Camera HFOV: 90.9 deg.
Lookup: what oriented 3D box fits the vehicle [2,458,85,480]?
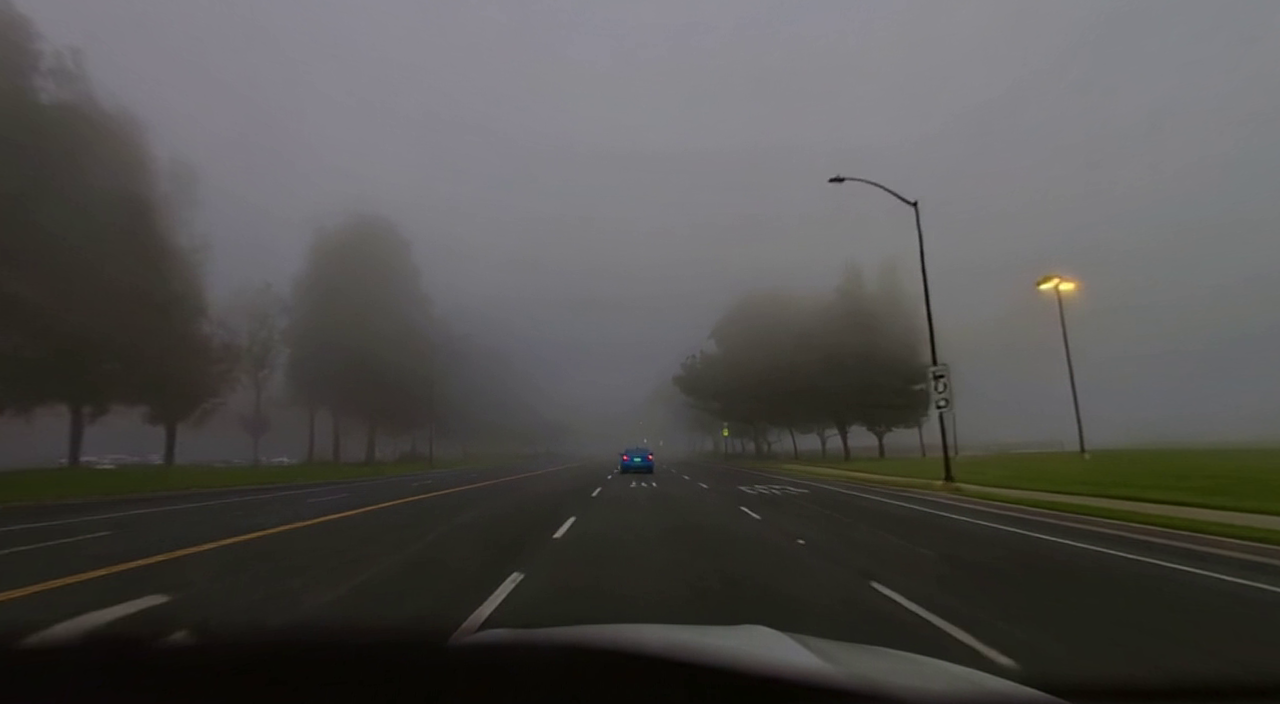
[{"bbox_3d":[-42.881,8.397,45.416,4.030,1.479,1.868,0,-8,-1],"label":"vehicle"}]

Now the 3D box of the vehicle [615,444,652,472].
[{"bbox_3d":[-0.391,6.058,36.436,1.978,1.499,3.915,0,-8,-1],"label":"vehicle"}]

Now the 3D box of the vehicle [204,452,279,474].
[{"bbox_3d":[-30.149,8.401,47.787,4.392,1.602,1.860,-1,-8,1],"label":"vehicle"}]
